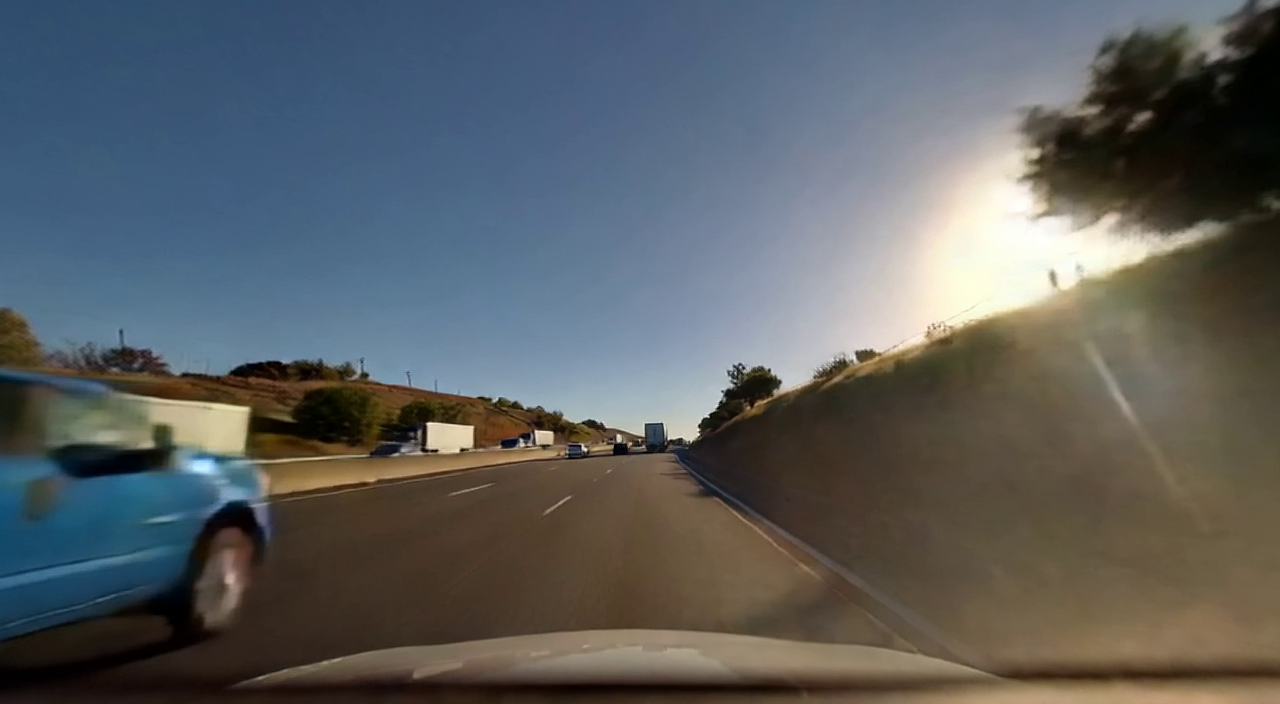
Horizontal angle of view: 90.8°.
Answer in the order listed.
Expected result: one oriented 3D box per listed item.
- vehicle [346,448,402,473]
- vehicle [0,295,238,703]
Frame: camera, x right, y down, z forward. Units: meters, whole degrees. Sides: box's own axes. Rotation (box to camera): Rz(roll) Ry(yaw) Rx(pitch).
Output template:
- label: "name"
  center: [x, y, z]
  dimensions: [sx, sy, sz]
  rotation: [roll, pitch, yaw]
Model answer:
- label: "vehicle"
  center: [-17.945, 7.307, 42.761]
  dimensions: [1.944, 1.613, 4.166]
  rotation: [0, -9, 1]
- label: "vehicle"
  center: [-3.992, 0.572, 1.790]
  dimensions: [2.216, 1.949, 5.237]
  rotation: [0, -9, 0]
